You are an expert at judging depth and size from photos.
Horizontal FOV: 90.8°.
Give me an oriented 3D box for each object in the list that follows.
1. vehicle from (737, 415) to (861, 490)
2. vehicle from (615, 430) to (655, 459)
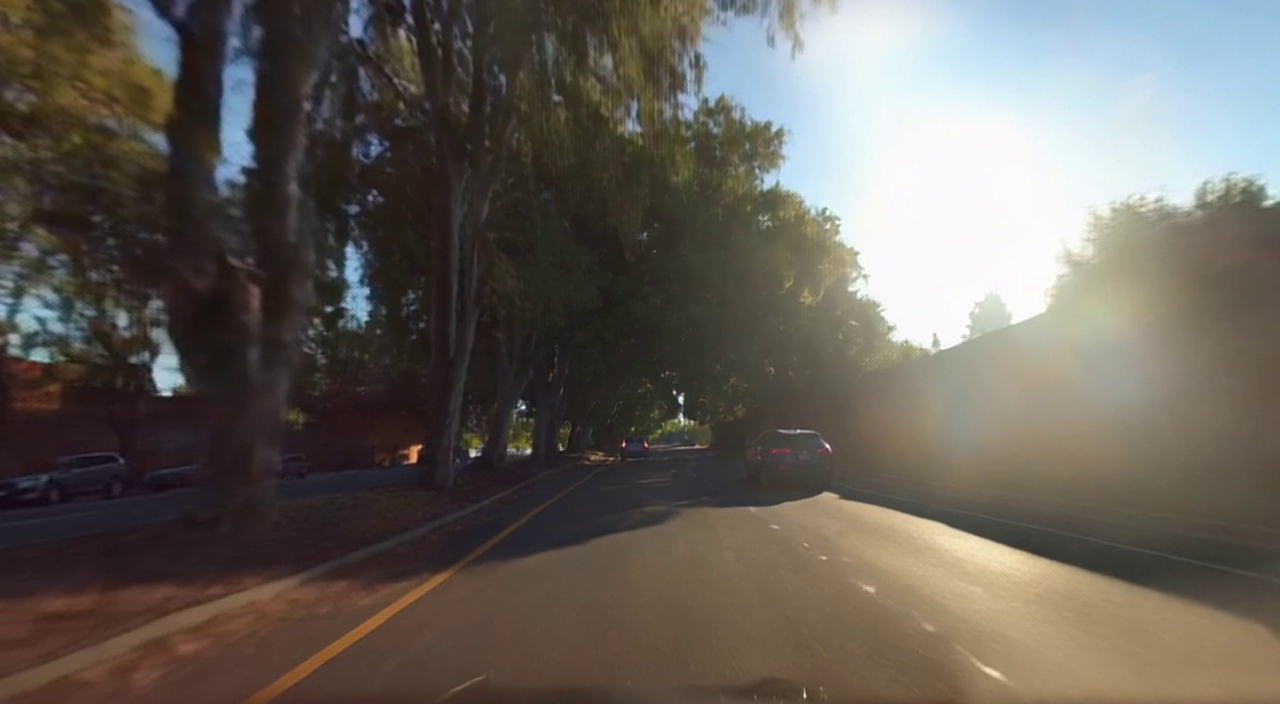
[{"bbox_3d":[4.116,2.694,17.231,2.155,1.752,4.456,0,-8,-1],"label":"vehicle"},{"bbox_3d":[-0.322,5.885,40.174,2.391,1.739,3.837,-1,-8,-1],"label":"vehicle"}]
